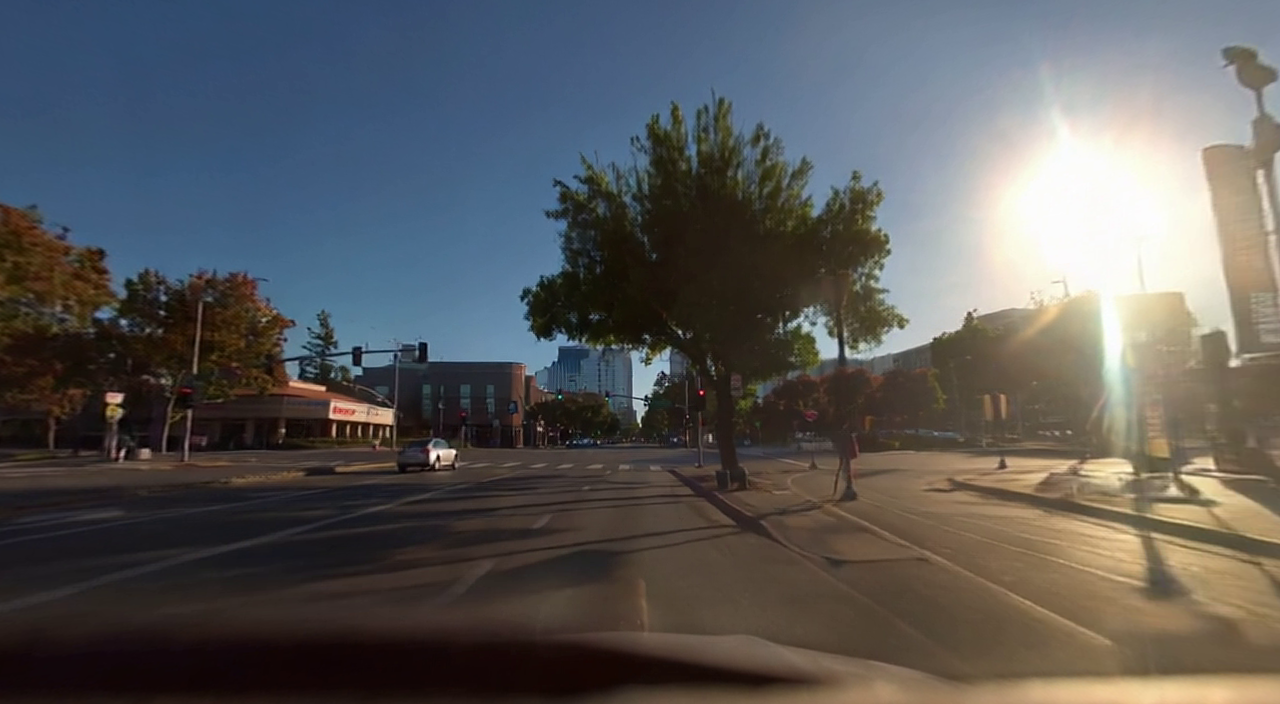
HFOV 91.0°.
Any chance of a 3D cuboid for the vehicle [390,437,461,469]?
[{"bbox_3d":[-10.721,5.095,31.851,1.924,1.502,4.727,0,-9,0],"label":"vehicle"}]
